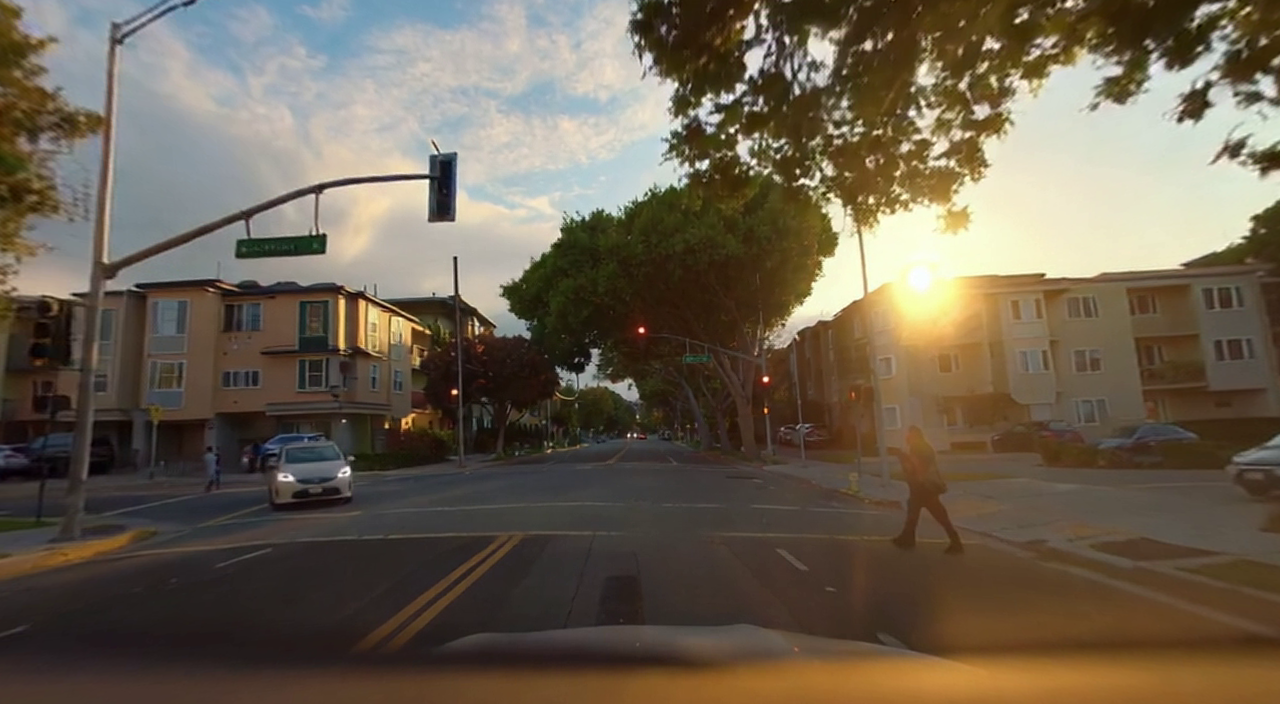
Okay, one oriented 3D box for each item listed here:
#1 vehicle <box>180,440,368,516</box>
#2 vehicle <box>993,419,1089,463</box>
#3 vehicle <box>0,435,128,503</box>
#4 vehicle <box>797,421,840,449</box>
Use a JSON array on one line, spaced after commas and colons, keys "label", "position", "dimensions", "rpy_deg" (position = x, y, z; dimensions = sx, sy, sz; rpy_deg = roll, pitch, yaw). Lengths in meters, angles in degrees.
[{"label": "vehicle", "position": [-8.237, 2.836, 14.164], "dimensions": [4.135, 1.424, 1.945], "rpy_deg": [-10, -12, 33]}, {"label": "vehicle", "position": [17.090, 3.846, 27.183], "dimensions": [2.013, 1.722, 4.007], "rpy_deg": [-2, -9, 11]}, {"label": "vehicle", "position": [-18.804, 3.514, 19.027], "dimensions": [4.804, 1.842, 2.171], "rpy_deg": [-1, -8, -2]}, {"label": "vehicle", "position": [11.447, 5.410, 40.811], "dimensions": [1.950, 1.714, 4.245], "rpy_deg": [-1, -9, 6]}]
